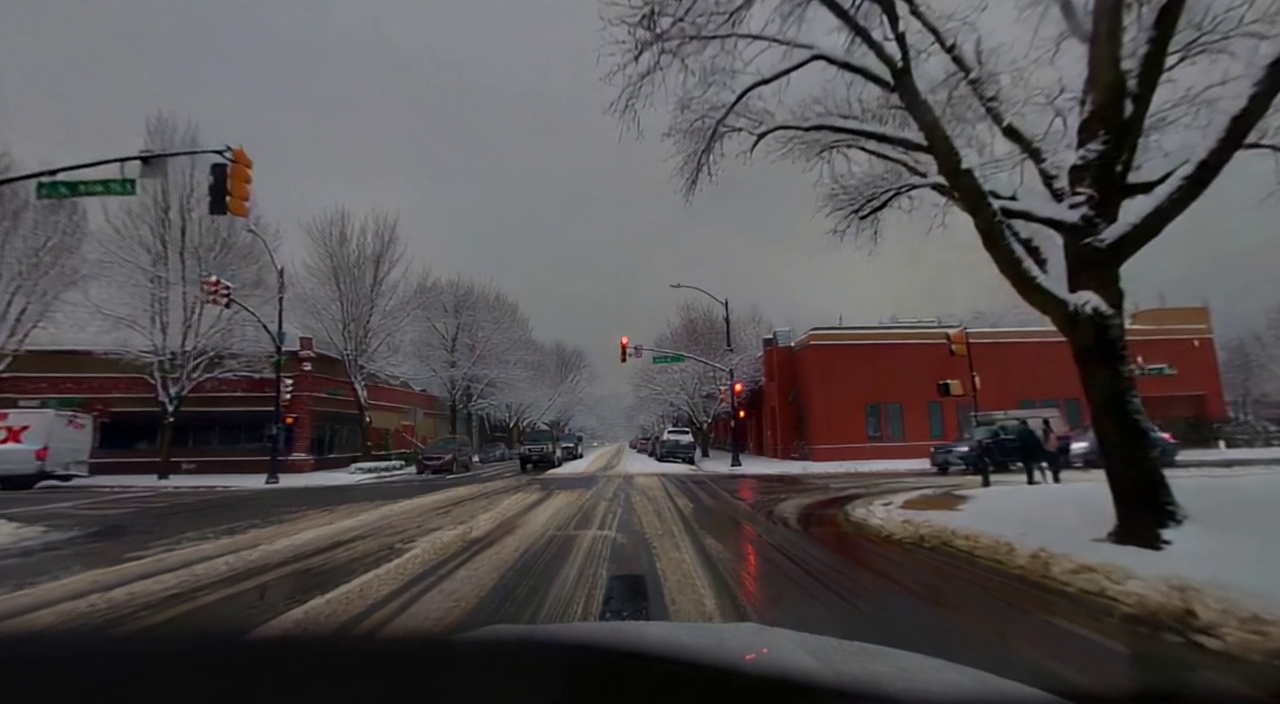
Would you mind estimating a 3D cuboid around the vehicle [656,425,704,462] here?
[{"bbox_3d":[2.470,5.847,40.478,2.557,2.188,5.164,0,-8,-3],"label":"vehicle"}]

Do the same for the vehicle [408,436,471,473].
[{"bbox_3d":[-10.386,5.307,32.977,2.216,1.804,4.526,1,-8,-6],"label":"vehicle"}]

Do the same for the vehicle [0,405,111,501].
[{"bbox_3d":[-25.946,3.801,23.528,9.465,3.299,3.029,-1,-6,-3],"label":"vehicle"}]

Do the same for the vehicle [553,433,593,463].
[{"bbox_3d":[-3.795,5.523,36.423,2.033,1.596,4.142,0,-8,-3],"label":"vehicle"}]

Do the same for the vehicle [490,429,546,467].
[{"bbox_3d":[-6.470,5.152,33.976,2.242,1.887,4.924,0,-8,-3],"label":"vehicle"}]
